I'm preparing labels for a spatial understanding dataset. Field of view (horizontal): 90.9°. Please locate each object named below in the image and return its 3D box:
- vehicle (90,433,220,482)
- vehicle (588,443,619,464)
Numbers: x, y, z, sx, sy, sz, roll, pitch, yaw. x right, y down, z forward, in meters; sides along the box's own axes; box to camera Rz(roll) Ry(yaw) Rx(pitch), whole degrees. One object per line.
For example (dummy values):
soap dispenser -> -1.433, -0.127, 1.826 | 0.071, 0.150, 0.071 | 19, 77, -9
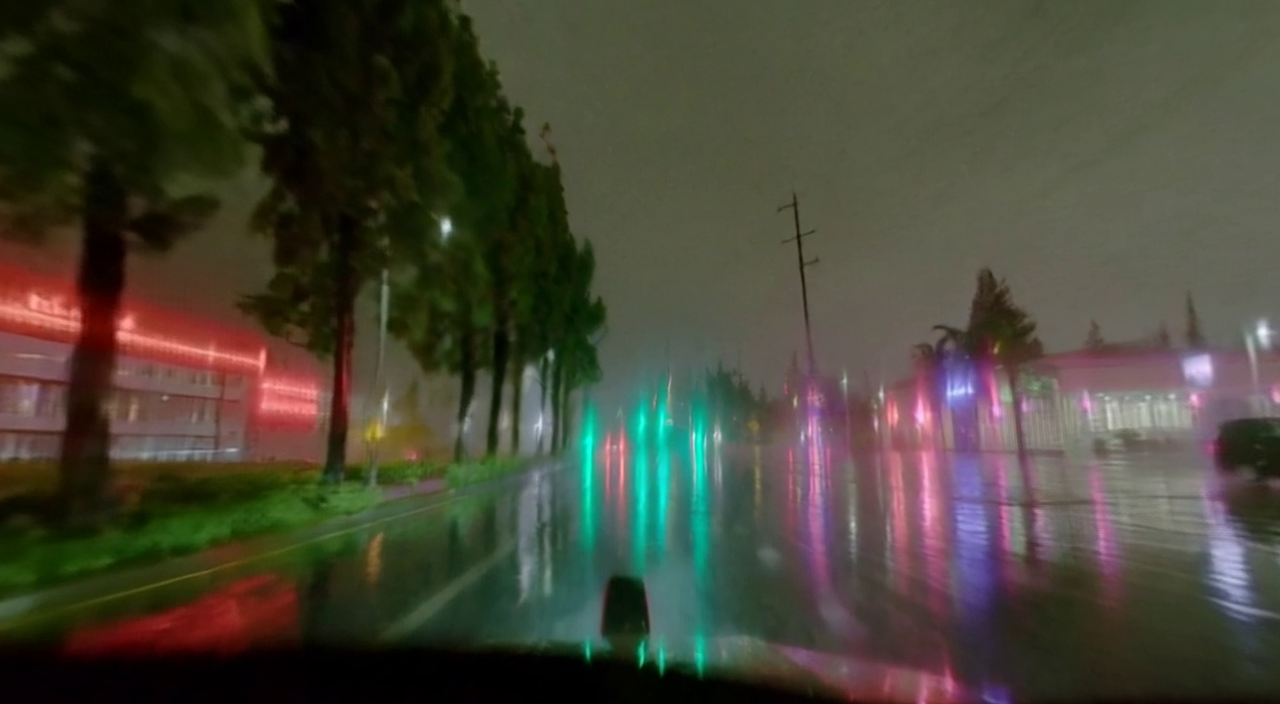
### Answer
vehicle -> -29.590, 6.420, 38.606 | 5.890, 2.815, 2.228 | 0, -8, -2
vehicle -> -2.774, 7.814, 48.685 | 2.082, 1.460, 4.442 | 0, -8, 1
